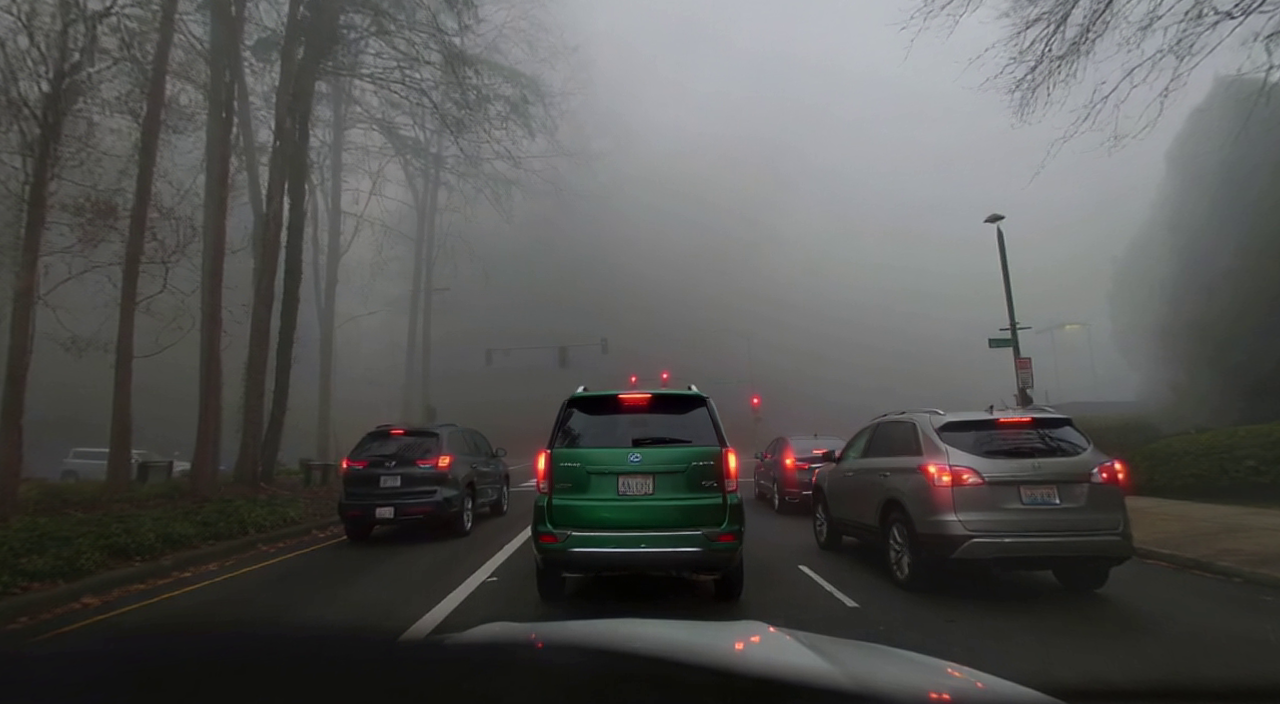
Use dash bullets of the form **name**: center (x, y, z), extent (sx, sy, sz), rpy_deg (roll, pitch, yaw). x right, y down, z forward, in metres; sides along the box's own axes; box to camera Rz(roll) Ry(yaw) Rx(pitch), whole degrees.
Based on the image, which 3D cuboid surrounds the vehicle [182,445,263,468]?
- **vehicle**: center (-30.002, 7.511, 45.459), extent (4.403, 1.532, 1.914), rpy_deg (0, -8, -3)

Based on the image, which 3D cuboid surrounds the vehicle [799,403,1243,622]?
- **vehicle**: center (3.473, 1.551, 7.054), extent (2.202, 1.657, 4.298), rpy_deg (0, -9, -1)

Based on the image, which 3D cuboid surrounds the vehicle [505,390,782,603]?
- **vehicle**: center (0.017, 1.491, 7.261), extent (2.294, 1.761, 3.857), rpy_deg (0, -9, 0)

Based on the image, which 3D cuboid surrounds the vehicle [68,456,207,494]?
- **vehicle**: center (-22.200, 5.418, 28.220), extent (2.312, 1.443, 4.684), rpy_deg (0, -9, 0)

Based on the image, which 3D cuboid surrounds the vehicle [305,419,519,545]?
- **vehicle**: center (-3.399, 2.021, 10.410), extent (1.961, 1.639, 4.064), rpy_deg (0, -9, 0)
